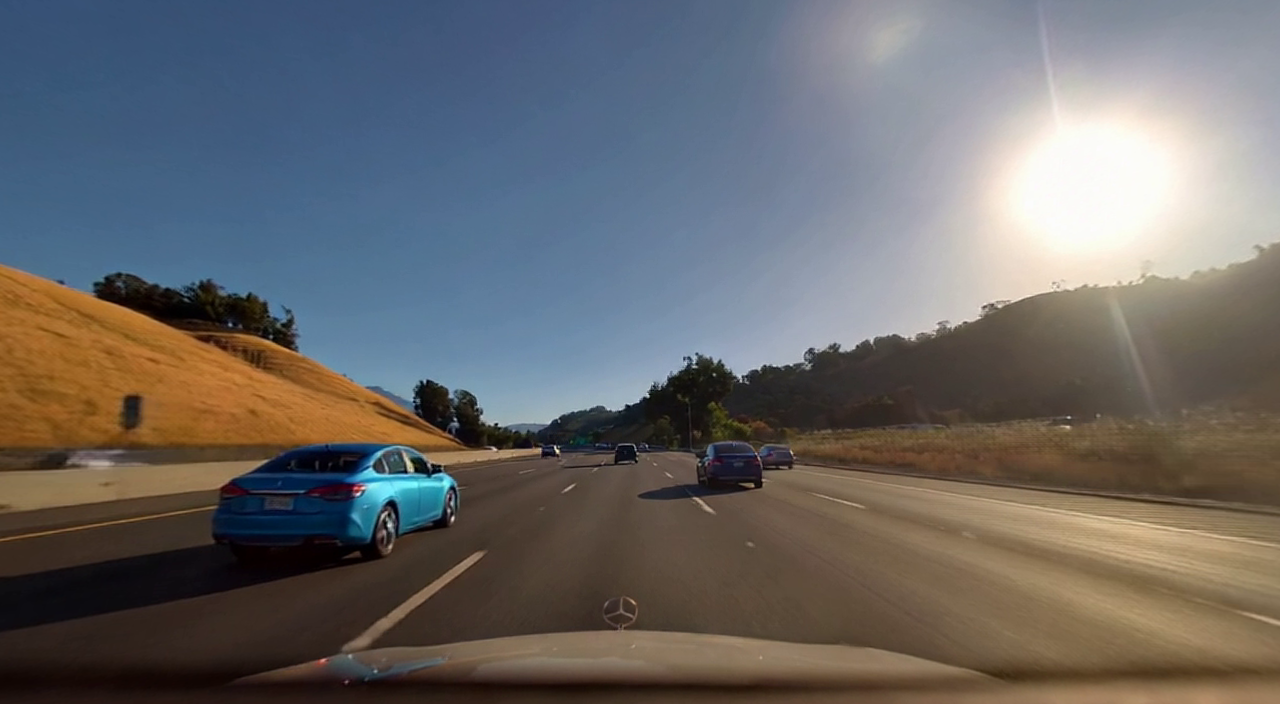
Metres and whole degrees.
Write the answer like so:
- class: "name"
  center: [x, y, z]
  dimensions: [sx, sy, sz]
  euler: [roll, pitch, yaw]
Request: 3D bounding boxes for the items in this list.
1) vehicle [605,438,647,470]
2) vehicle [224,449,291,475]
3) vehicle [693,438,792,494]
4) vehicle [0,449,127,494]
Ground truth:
- class: "vehicle"
  center: [-0.796, 5.840, 36.326]
  dimensions: [2.277, 1.675, 4.023]
  euler: [0, -8, -1]
- class: "vehicle"
  center: [-29.499, 8.486, 48.931]
  dimensions: [2.463, 1.848, 4.344]
  euler: [1, -8, -1]
- class: "vehicle"
  center: [2.998, 3.463, 19.589]
  dimensions: [2.120, 1.492, 4.734]
  euler: [0, -8, -2]
- class: "vehicle"
  center: [-22.542, 4.454, 23.994]
  dimensions: [2.249, 1.410, 4.551]
  euler: [0, -8, 1]
